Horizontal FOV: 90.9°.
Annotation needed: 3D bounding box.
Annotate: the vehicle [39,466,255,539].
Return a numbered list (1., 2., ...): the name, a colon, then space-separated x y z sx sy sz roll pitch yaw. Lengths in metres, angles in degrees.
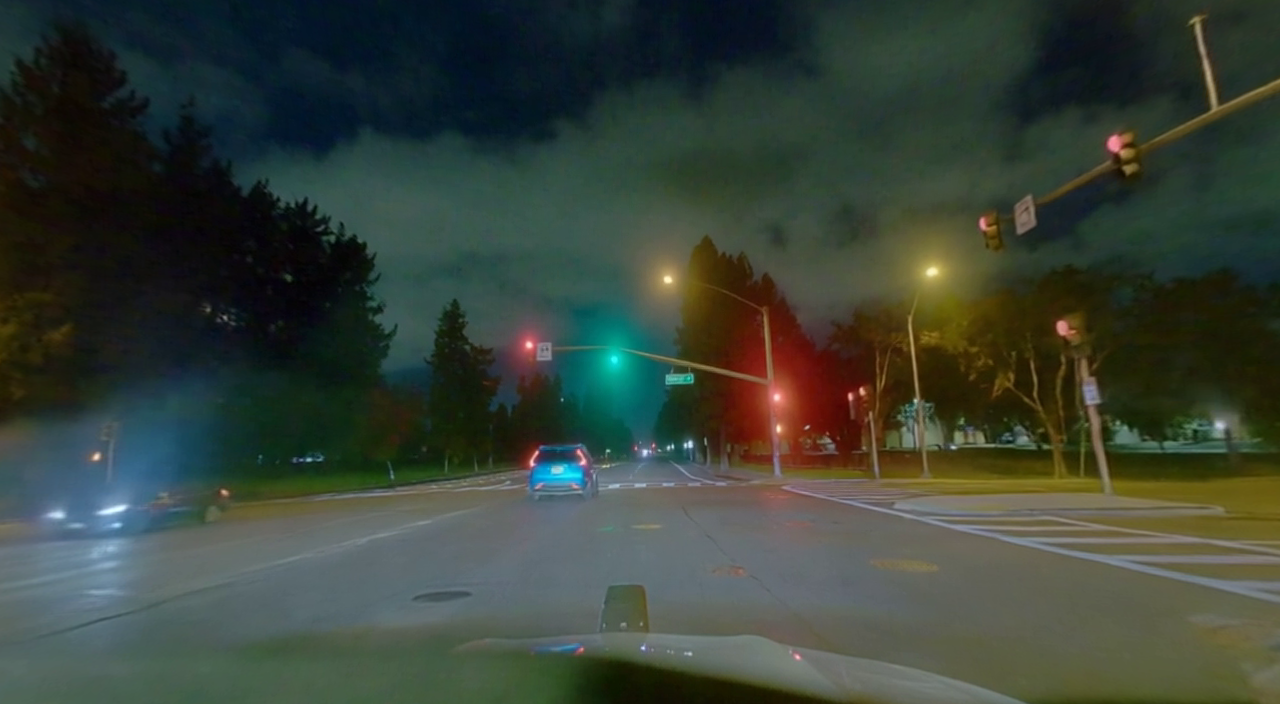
1. vehicle: -12.429 3.776 16.357 1.980 1.452 4.318 -1 -8 2

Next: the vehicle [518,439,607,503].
1. vehicle: -2.319 3.716 20.202 2.123 1.799 4.425 -1 -8 2
